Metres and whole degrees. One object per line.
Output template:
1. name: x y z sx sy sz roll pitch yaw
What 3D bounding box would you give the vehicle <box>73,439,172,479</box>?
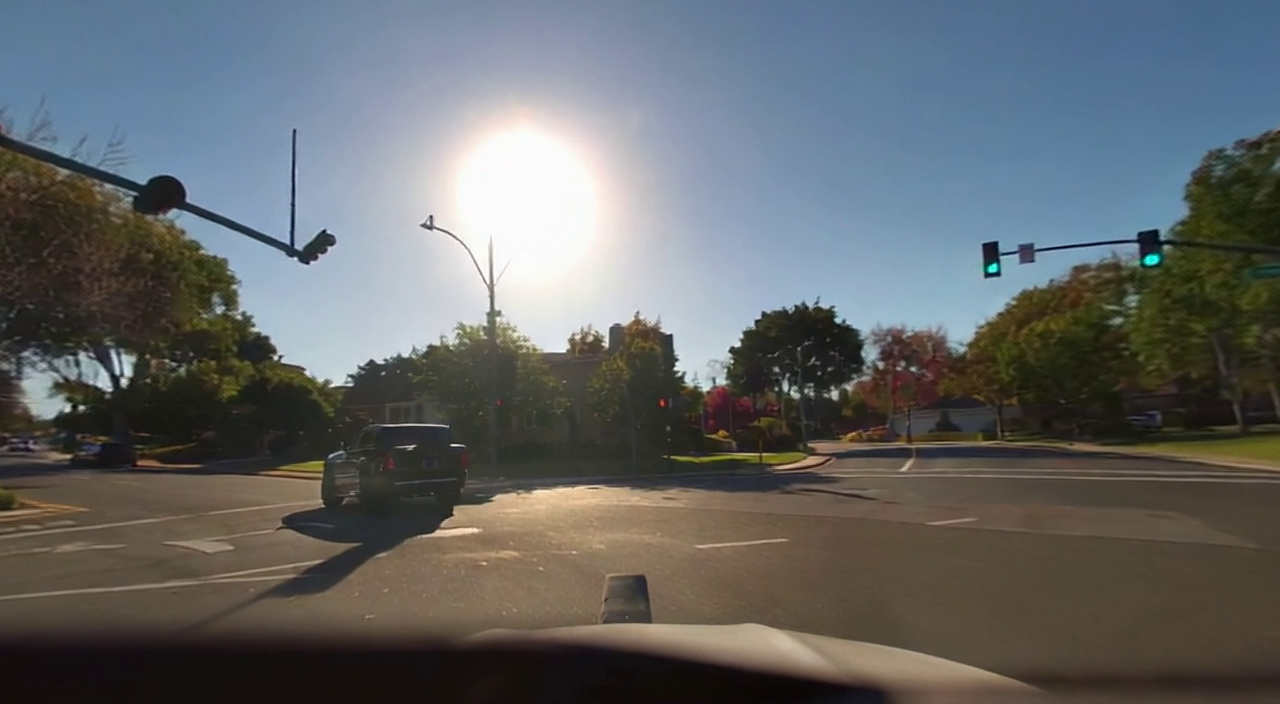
1. vehicle: -20.979 4.275 25.497 4.558 1.433 1.983 -6 -9 37

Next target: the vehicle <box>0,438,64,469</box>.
1. vehicle: -32.578 5.367 33.602 3.759 1.520 1.854 -6 -9 35

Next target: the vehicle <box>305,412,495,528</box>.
1. vehicle: -4.982 2.215 12.654 2.141 1.833 4.704 5 -9 -38
